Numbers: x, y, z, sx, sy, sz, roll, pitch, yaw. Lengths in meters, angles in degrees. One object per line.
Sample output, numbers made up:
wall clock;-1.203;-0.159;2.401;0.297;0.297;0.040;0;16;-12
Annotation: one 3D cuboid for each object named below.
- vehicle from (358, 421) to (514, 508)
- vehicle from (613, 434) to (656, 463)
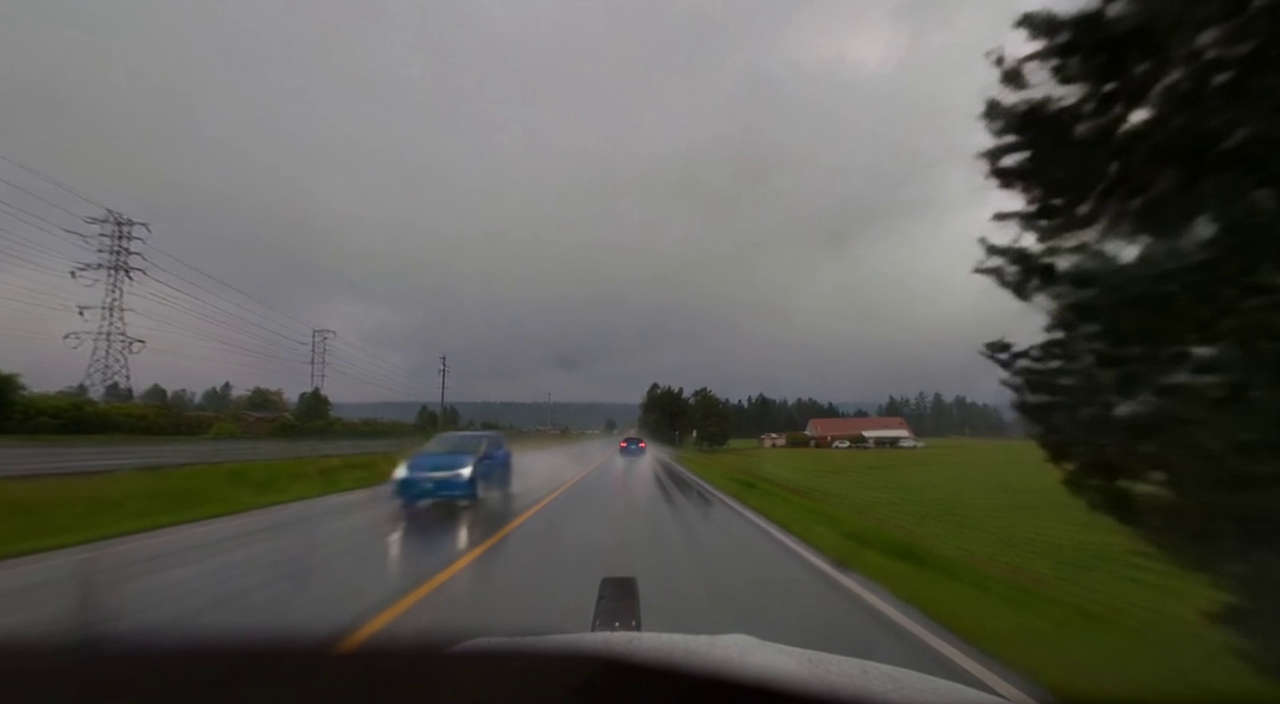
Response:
vehicle;-4.126;2.326;13.552;2.079;1.591;3.951;0;-8;-1
vehicle;-0.298;5.249;34.578;2.241;1.471;3.829;0;-8;-1
